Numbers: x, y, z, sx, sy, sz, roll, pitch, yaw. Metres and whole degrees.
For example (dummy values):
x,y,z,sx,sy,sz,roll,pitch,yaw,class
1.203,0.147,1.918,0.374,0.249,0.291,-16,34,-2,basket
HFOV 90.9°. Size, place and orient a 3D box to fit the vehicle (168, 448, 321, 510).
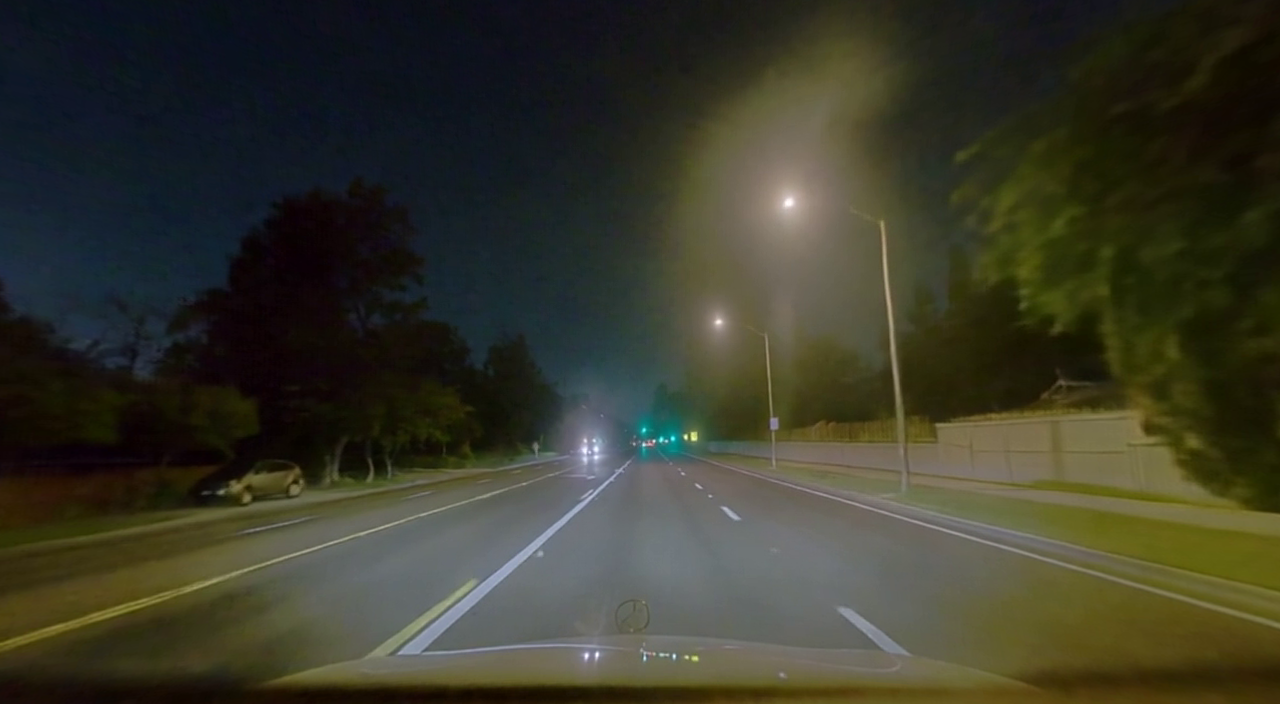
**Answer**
x,y,z,sx,sy,sz,roll,pitch,yaw,class
-12.519,3.996,20.428,1.921,1.611,4.713,-3,-8,1,vehicle
